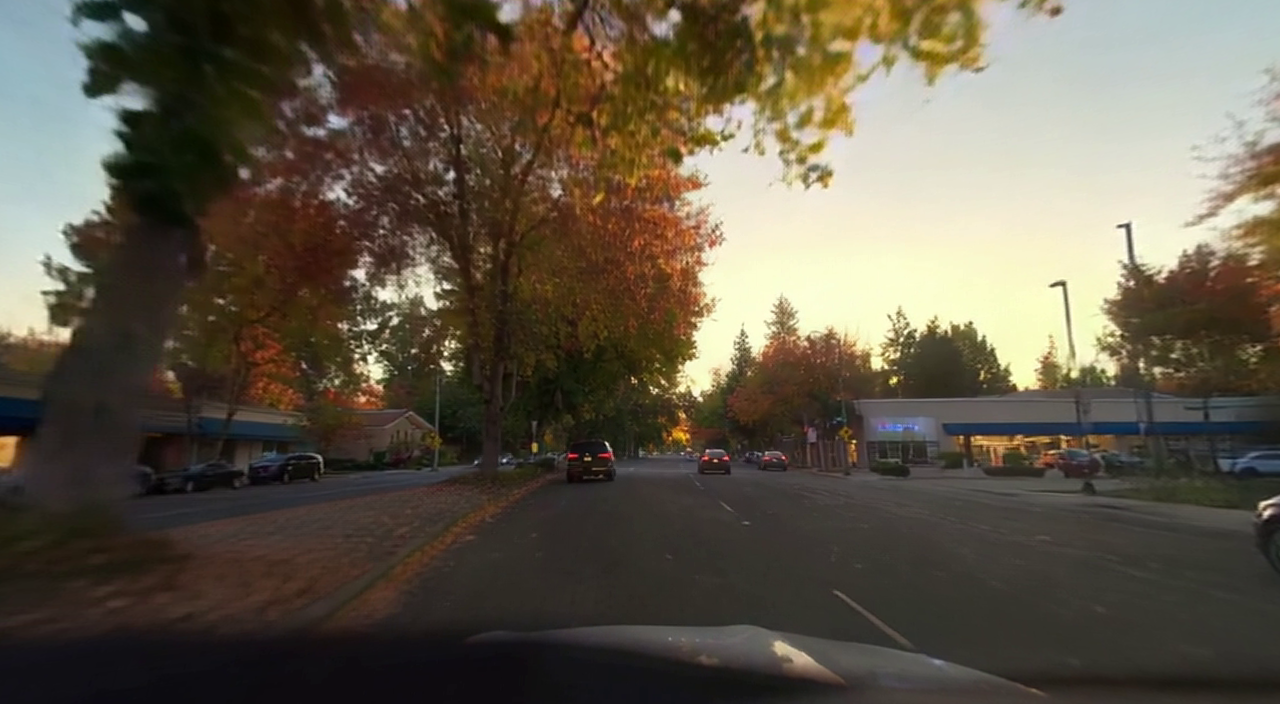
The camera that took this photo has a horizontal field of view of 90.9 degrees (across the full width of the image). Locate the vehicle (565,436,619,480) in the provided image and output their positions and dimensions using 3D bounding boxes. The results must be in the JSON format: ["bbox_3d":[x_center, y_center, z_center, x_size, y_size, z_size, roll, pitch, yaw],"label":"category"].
[{"bbox_3d":[-2.227,4.991,29.954,2.344,1.863,4.665,0,-9,-3],"label":"vehicle"}]

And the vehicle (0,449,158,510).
[{"bbox_3d":[-19.159,4.146,21.088,2.137,1.723,4.850,0,-8,1],"label":"vehicle"}]

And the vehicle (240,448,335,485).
[{"bbox_3d":[-18.884,6.129,34.157,1.914,1.785,5.408,0,-8,1],"label":"vehicle"}]

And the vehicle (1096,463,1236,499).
[{"bbox_3d":[27.994,6.857,33.697,5.680,1.772,2.071,0,-9,-2],"label":"vehicle"}]

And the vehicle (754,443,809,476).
[{"bbox_3d":[7.880,6.047,35.622,2.040,1.738,4.414,0,-9,0],"label":"vehicle"}]

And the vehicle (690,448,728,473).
[{"bbox_3d":[4.298,6.770,39.735,1.886,1.464,4.290,0,-9,0],"label":"vehicle"}]

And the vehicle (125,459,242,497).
[{"bbox_3d":[-18.890,5.207,26.350,1.737,1.349,4.014,0,-9,3],"label":"vehicle"}]
